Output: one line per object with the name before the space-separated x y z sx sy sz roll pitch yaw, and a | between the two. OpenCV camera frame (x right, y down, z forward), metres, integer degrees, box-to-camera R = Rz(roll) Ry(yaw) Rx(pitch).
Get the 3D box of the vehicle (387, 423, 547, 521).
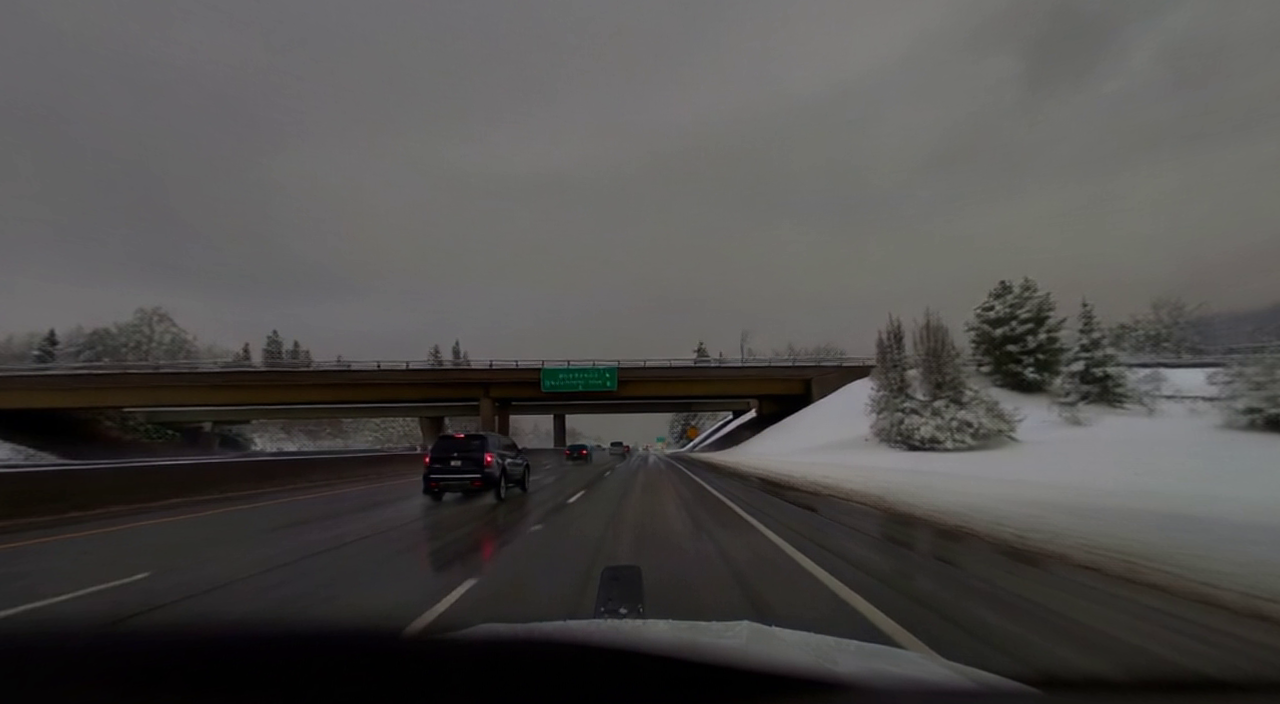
vehicle | -3.367 2.435 13.278 2.048 1.705 4.384 0 -8 1
